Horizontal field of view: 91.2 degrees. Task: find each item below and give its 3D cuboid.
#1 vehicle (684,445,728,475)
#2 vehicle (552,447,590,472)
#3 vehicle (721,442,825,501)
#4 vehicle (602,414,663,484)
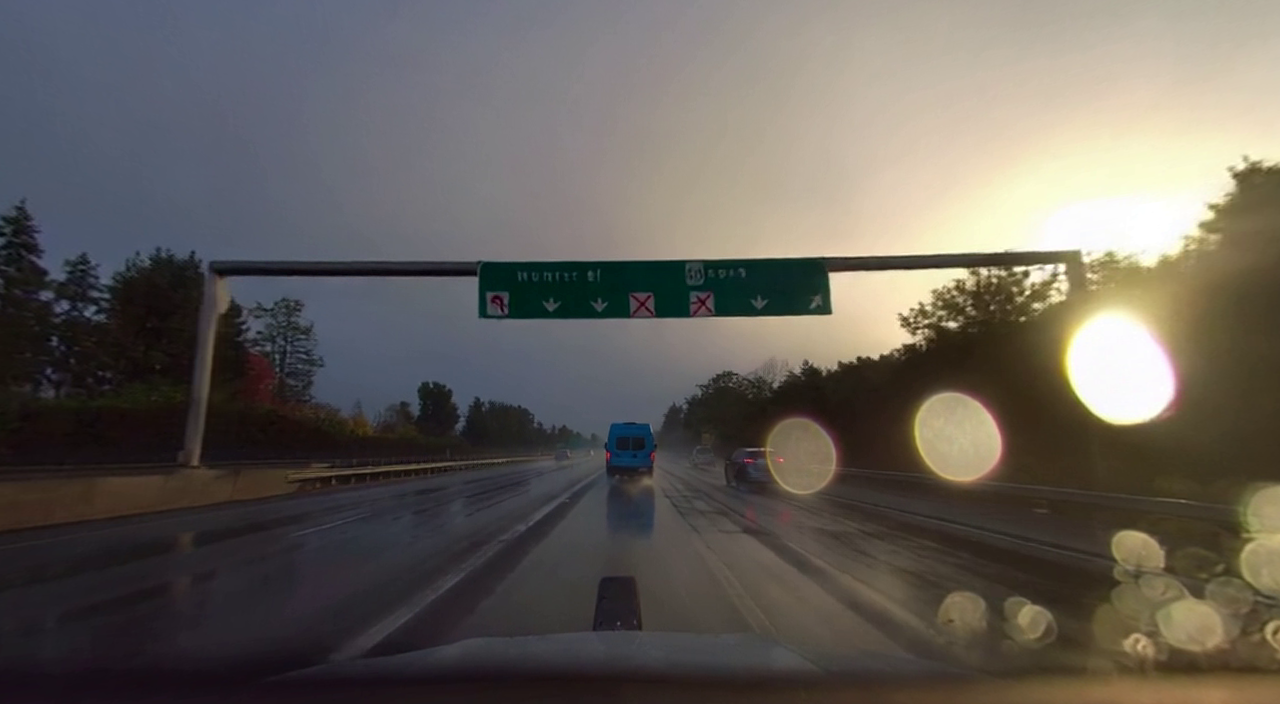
[{"bbox_3d":[3.547,5.924,34.491,1.978,1.510,4.462,-1,-9,0],"label":"vehicle"},{"bbox_3d":[-4.461,6.990,41.004,2.003,1.498,4.386,0,-9,-1],"label":"vehicle"},{"bbox_3d":[3.755,3.473,18.684,2.015,1.491,4.732,0,-9,-1],"label":"vehicle"},{"bbox_3d":[-0.325,4.010,25.901,2.268,2.551,5.144,0,-9,-1],"label":"vehicle"}]
